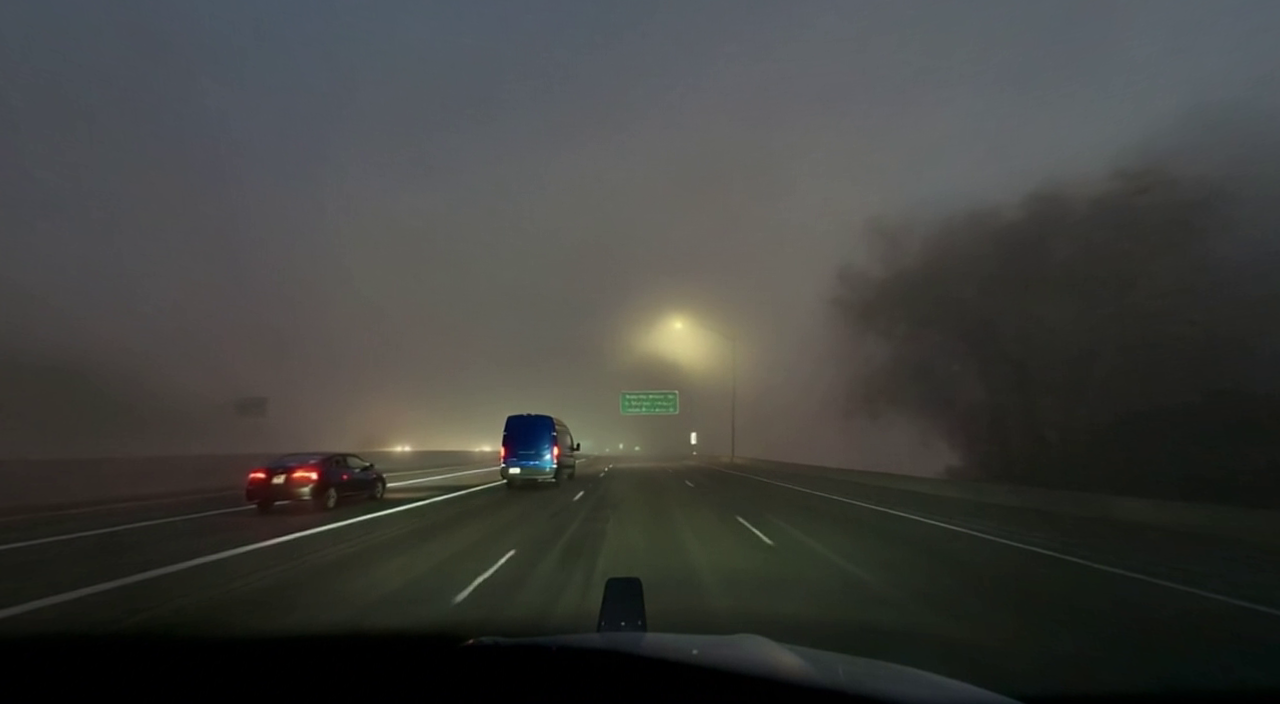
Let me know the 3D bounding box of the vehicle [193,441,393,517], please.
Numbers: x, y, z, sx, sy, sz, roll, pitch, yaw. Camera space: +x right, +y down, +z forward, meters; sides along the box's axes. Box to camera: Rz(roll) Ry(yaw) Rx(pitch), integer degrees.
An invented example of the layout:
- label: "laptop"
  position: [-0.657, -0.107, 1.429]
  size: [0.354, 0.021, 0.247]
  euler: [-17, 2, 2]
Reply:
- label: "vehicle"
  position: [-7.870, 2.892, 14.932]
  size: [1.987, 1.490, 4.781]
  euler: [0, -9, 1]

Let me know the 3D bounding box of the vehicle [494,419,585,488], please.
- label: "vehicle"
  position: [-3.519, 3.714, 23.200]
  size: [2.372, 2.248, 5.393]
  euler: [0, -9, 1]
